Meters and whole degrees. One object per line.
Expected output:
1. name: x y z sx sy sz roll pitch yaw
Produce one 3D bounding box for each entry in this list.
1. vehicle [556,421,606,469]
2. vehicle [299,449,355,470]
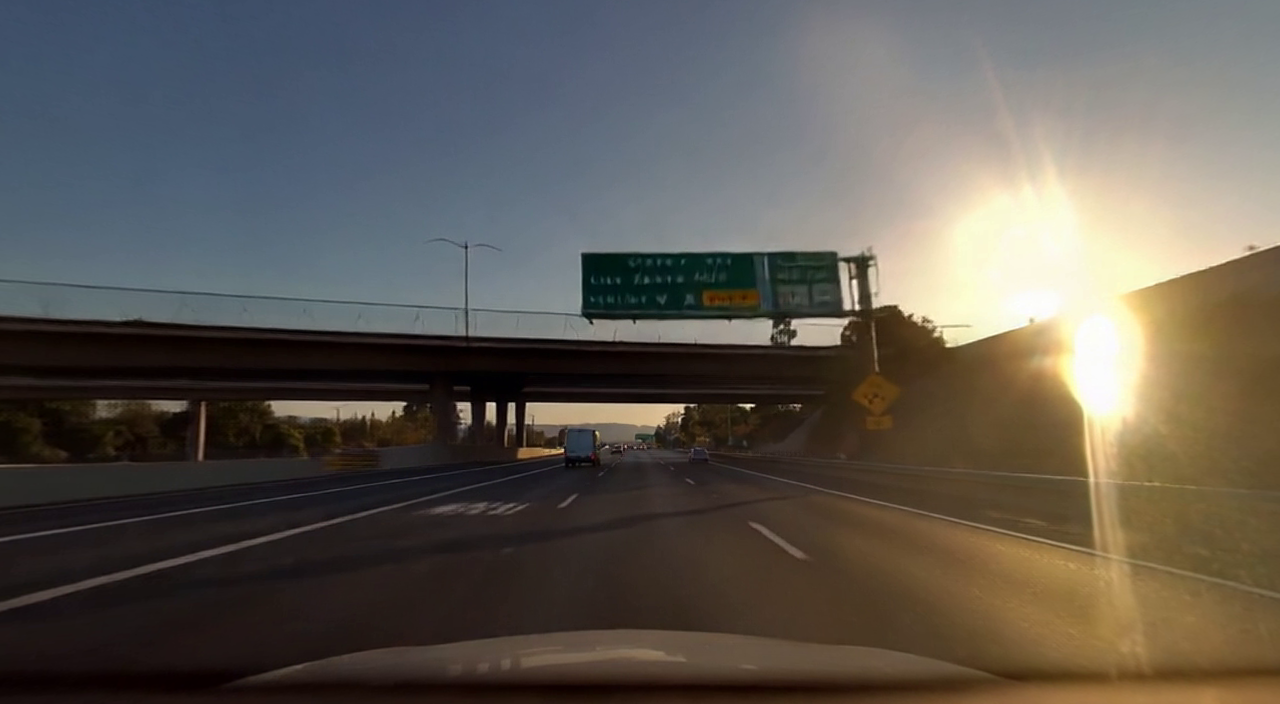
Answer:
1. vehicle: -3.790 6.235 42.340 2.881 2.937 7.045 0 -9 -2
2. vehicle: -22.182 7.620 44.962 1.856 1.422 4.312 0 -9 -1
